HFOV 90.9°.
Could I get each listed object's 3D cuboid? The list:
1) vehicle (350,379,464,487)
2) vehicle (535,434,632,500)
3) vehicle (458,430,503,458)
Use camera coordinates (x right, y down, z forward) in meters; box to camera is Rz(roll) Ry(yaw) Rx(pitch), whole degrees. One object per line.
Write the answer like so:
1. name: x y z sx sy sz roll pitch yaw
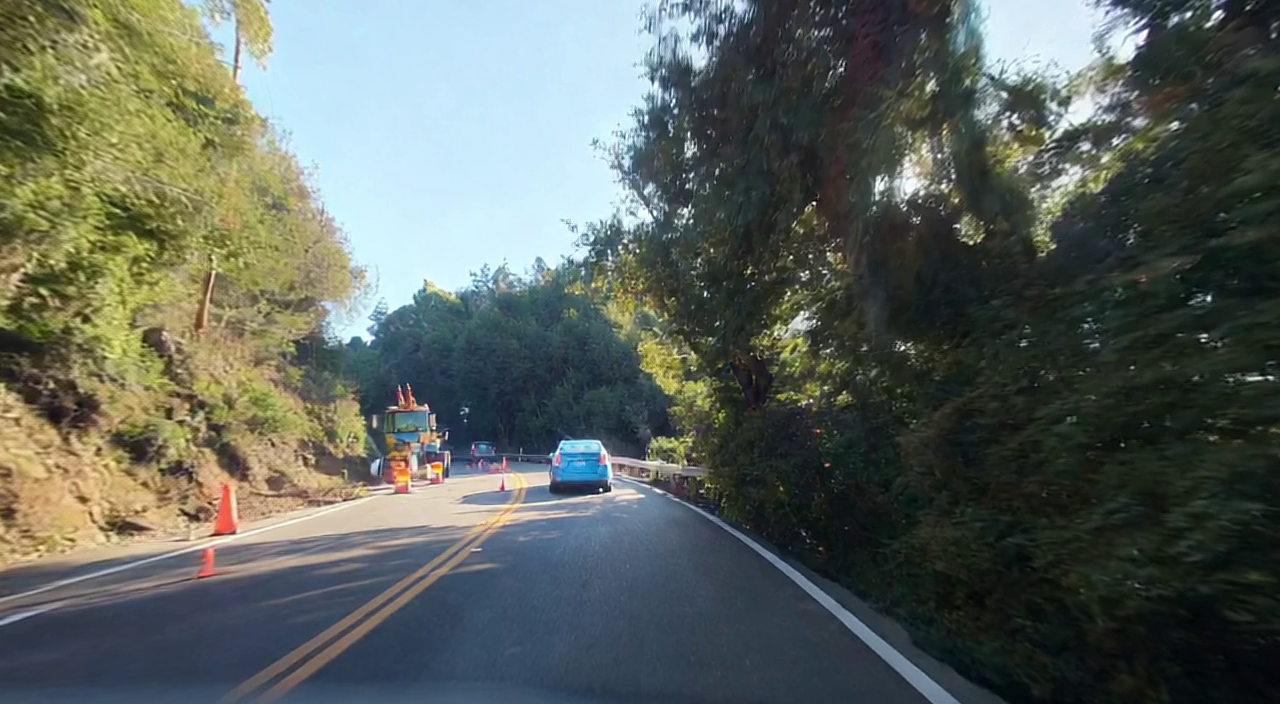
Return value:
1. vehicle: -7.657 2.778 21.391 2.364 3.191 4.942 1 -8 -6
2. vehicle: -1.640 2.985 16.789 2.259 1.503 4.075 1 -9 -9
3. vehicle: -12.392 7.130 48.712 2.376 2.051 5.598 4 -9 -23
